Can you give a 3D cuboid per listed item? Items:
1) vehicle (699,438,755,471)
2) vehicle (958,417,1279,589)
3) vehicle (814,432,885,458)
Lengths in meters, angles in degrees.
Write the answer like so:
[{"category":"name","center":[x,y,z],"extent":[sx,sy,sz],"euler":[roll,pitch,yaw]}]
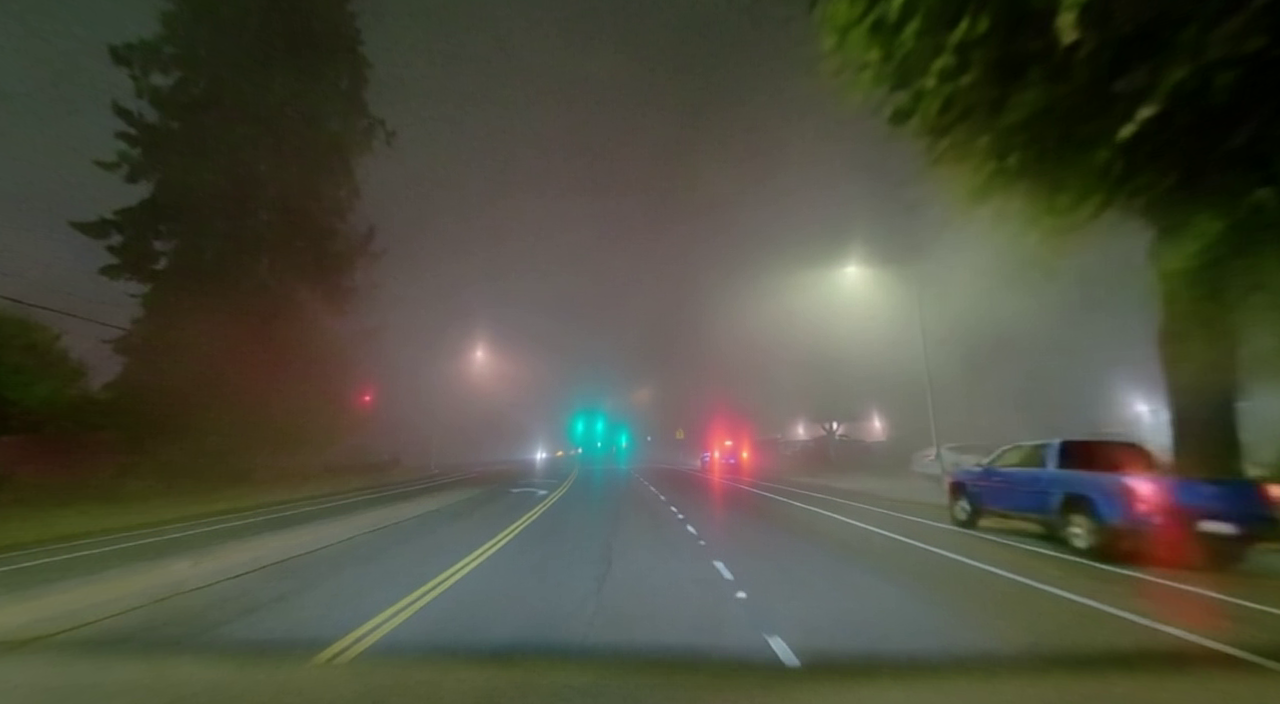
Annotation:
[{"category":"vehicle","center":[5.164,6.210,38.547],"extent":[2.285,1.868,5.575],"euler":[1,-8,-4]},{"category":"vehicle","center":[6.544,1.851,8.666],"extent":[2.024,1.710,4.525],"euler":[0,-8,0]},{"category":"vehicle","center":[15.820,6.991,47.810],"extent":[4.623,1.741,1.924],"euler":[-2,-7,-4]}]
